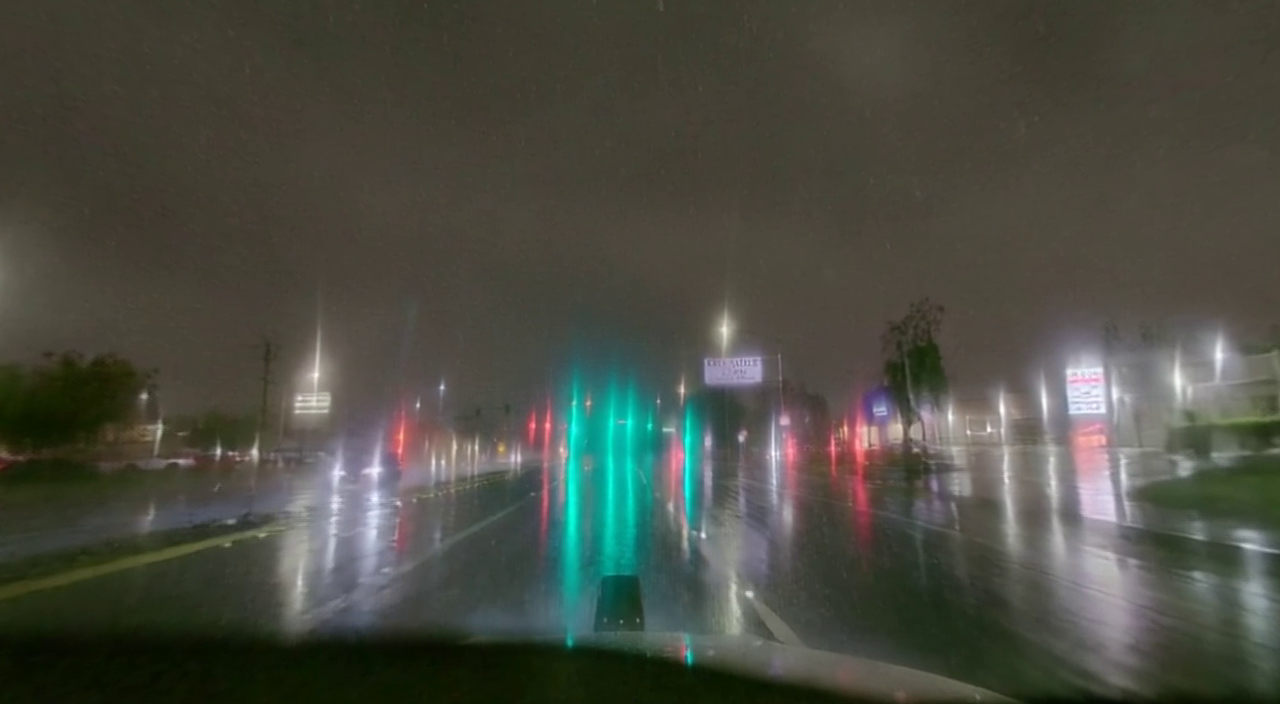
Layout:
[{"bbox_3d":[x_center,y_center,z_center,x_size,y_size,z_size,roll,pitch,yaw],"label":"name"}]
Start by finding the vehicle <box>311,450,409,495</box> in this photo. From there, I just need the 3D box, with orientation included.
[{"bbox_3d":[-10.730,4.633,24.612,1.893,1.525,4.237,0,-8,-1],"label":"vehicle"}]
